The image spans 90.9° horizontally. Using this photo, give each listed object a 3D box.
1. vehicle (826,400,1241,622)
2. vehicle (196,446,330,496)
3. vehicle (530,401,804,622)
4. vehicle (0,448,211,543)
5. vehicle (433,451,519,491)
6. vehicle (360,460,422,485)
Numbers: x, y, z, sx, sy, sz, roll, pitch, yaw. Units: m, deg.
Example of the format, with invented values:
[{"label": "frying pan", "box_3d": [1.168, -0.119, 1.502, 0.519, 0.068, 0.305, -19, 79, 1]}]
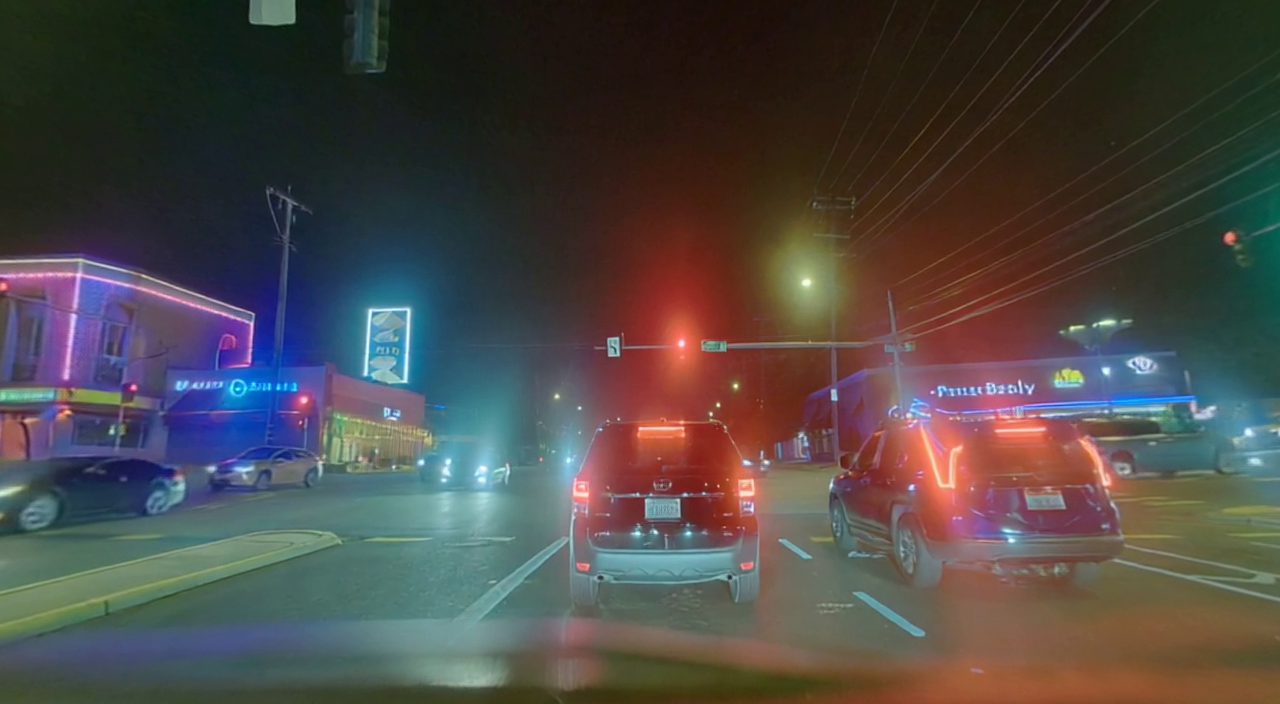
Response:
[{"label": "vehicle", "box_3d": [3.608, 1.516, 6.958, 1.976, 1.664, 4.189, -1, -8, 2]}, {"label": "vehicle", "box_3d": [-14.178, 4.466, 24.133, 1.943, 1.680, 4.709, -1, -8, 4]}, {"label": "vehicle", "box_3d": [0.258, 1.504, 6.823, 2.098, 1.682, 3.778, 0, -8, 2]}, {"label": "vehicle", "box_3d": [-11.003, 2.617, 12.211, 1.911, 1.461, 4.691, -1, -8, 3]}, {"label": "vehicle", "box_3d": [-6.695, 4.914, 26.379, 2.017, 1.468, 4.663, -1, -8, 5]}, {"label": "vehicle", "box_3d": [-16.249, 7.849, 41.449, 1.872, 1.433, 4.404, -1, -8, 6]}]
